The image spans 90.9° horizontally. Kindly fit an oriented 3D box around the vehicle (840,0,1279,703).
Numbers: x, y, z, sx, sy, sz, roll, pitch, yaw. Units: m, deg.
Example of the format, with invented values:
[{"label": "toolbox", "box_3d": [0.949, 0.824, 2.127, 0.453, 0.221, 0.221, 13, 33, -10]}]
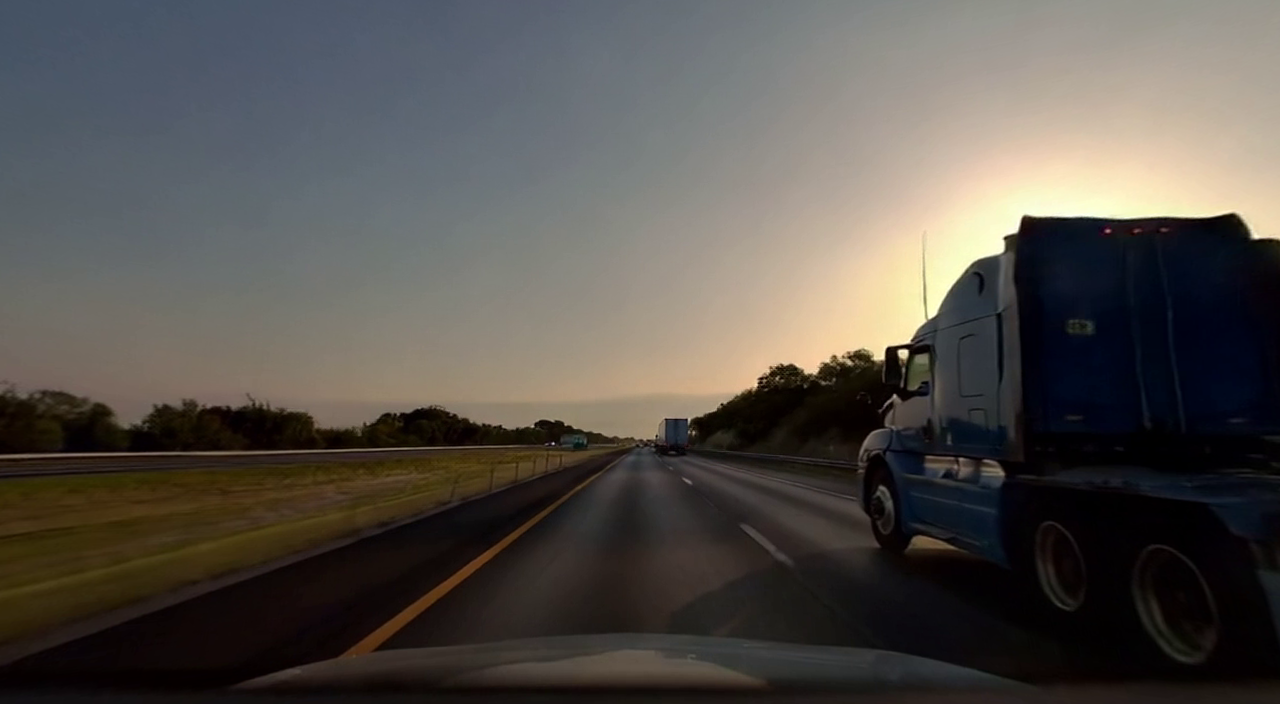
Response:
[{"label": "vehicle", "box_3d": [4.088, -0.264, 2.968, 3.080, 4.016, 9.760, 0, -8, 0]}]
